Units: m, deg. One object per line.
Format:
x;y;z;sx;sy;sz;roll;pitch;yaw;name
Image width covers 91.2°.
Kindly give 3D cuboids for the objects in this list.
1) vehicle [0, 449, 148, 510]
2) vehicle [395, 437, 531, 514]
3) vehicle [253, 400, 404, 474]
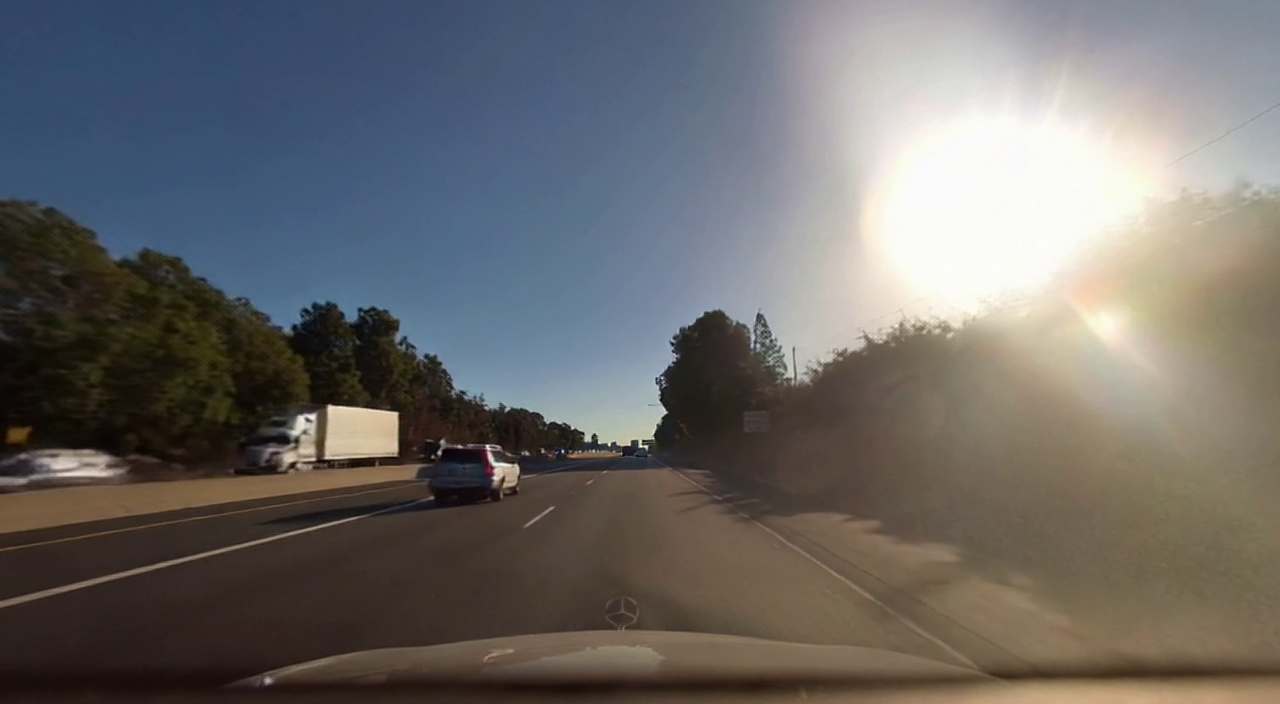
-16.560;3.502;17.730;1.907;1.503;4.063;0;-9;1;vehicle
-3.870;2.761;14.473;1.933;1.497;3.973;0;-9;1;vehicle
-19.687;5.705;41.336;2.892;4.074;13.567;0;-9;0;vehicle
